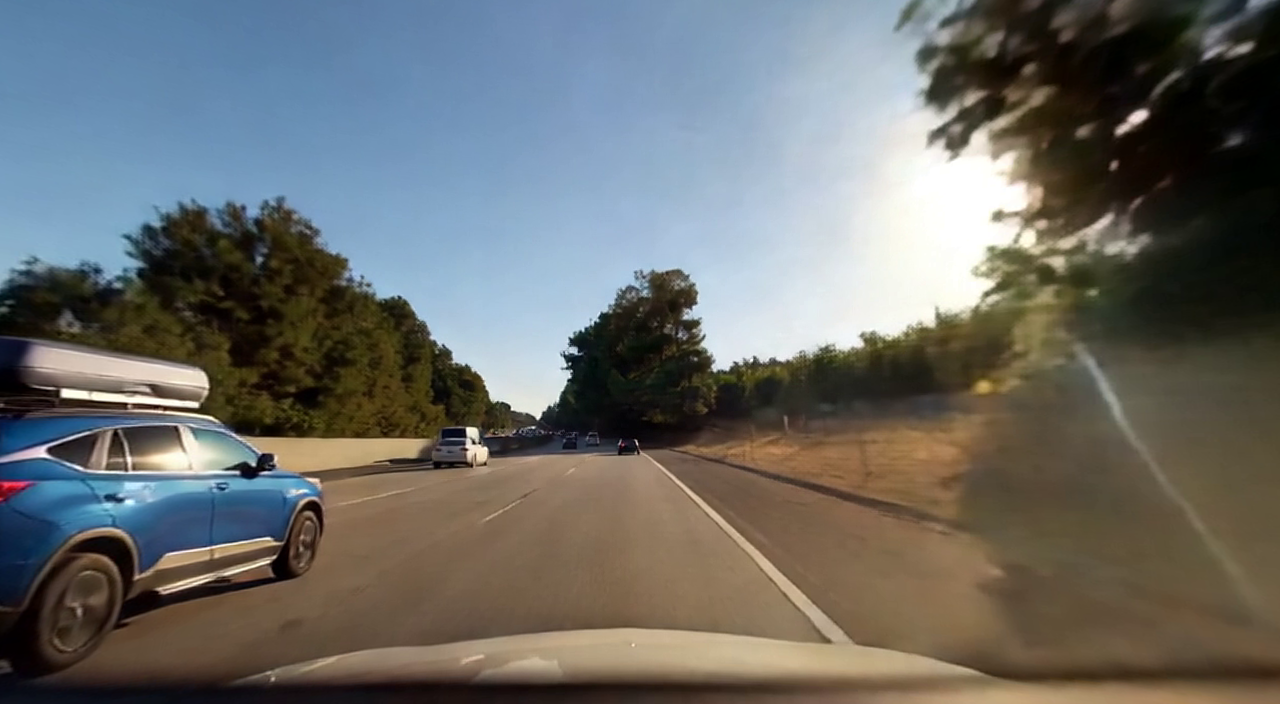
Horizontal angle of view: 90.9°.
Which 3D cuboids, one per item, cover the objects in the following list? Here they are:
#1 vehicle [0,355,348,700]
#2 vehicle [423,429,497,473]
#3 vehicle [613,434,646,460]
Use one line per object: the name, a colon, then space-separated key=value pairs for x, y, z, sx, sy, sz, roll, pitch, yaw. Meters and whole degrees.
vehicle: x=-4.320 y=1.096 z=4.712 sx=2.069 sy=1.748 sz=4.652 roll=0 pitch=-8 yaw=-1
vehicle: x=-7.830 y=4.324 z=27.906 sx=1.964 sy=1.745 sz=4.338 roll=0 pitch=-8 yaw=0
vehicle: x=-0.703 y=6.406 z=42.858 sx=2.178 sy=1.658 sz=3.916 roll=0 pitch=-8 yaw=-1
